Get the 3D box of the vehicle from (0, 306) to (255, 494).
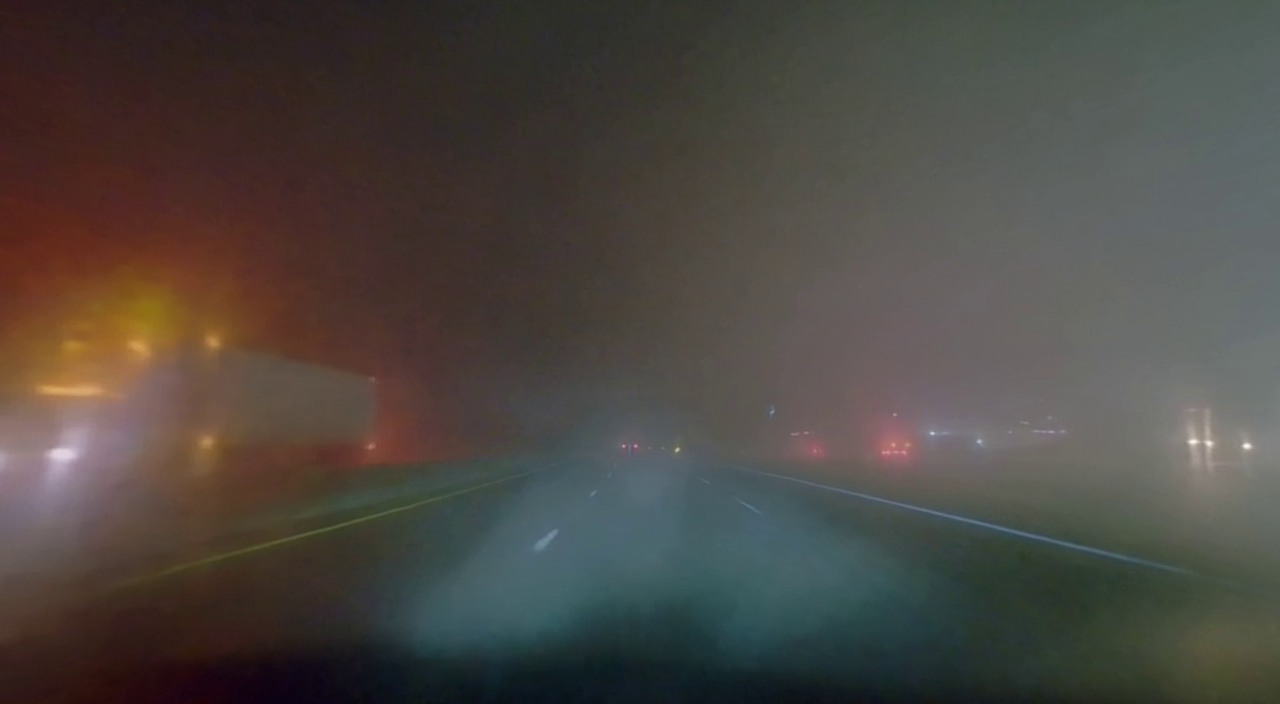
[{"bbox_3d":[-14.395,1.495,17.454,3.338,4.291,6.206,0,-8,-1],"label":"vehicle"}]
